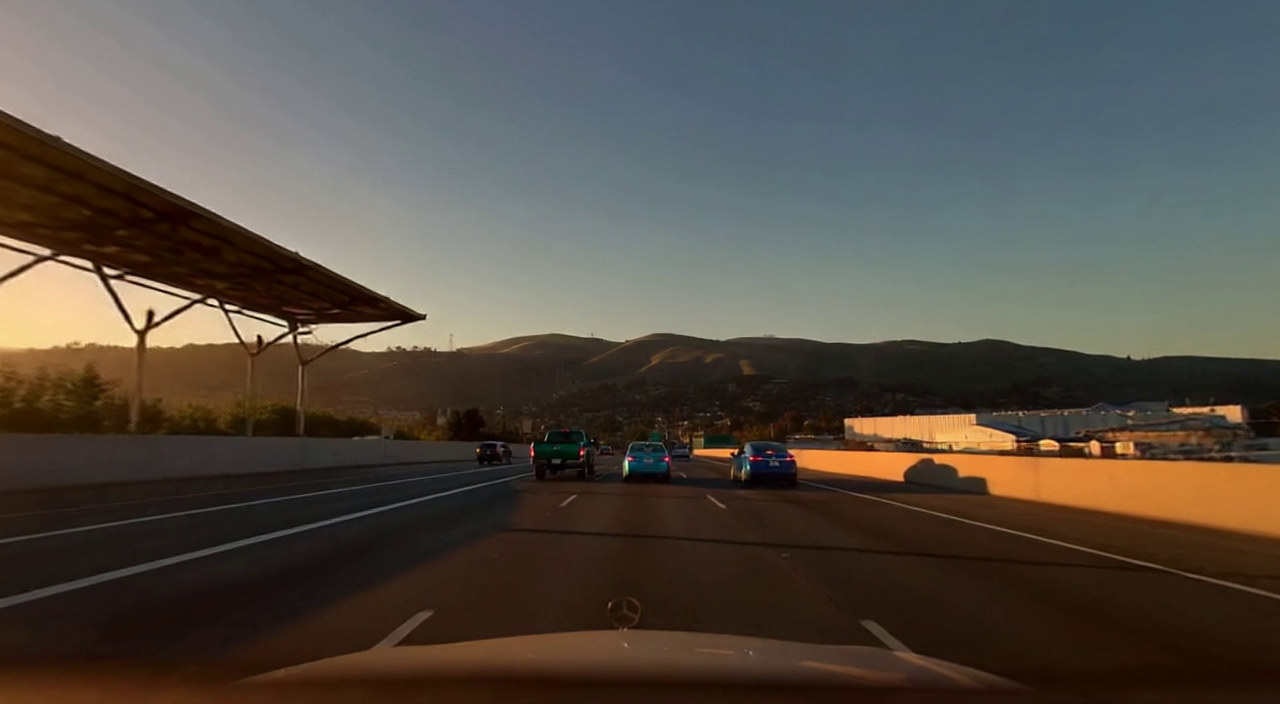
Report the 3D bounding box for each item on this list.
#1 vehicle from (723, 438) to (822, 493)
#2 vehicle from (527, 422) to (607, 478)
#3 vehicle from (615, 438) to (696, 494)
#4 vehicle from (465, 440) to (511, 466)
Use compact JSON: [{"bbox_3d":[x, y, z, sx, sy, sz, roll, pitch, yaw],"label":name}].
[{"bbox_3d":[4.015,3.527,19.966,2.023,1.510,4.773,0,-9,-1],"label":"vehicle"},{"bbox_3d":[-3.077,4.409,28.464,2.733,2.230,6.820,0,-9,1],"label":"vehicle"},{"bbox_3d":[0.396,3.396,19.095,2.171,1.493,4.081,0,-9,-1],"label":"vehicle"},{"bbox_3d":[-10.763,7.188,44.947,2.137,1.728,4.665,0,-9,1],"label":"vehicle"}]
